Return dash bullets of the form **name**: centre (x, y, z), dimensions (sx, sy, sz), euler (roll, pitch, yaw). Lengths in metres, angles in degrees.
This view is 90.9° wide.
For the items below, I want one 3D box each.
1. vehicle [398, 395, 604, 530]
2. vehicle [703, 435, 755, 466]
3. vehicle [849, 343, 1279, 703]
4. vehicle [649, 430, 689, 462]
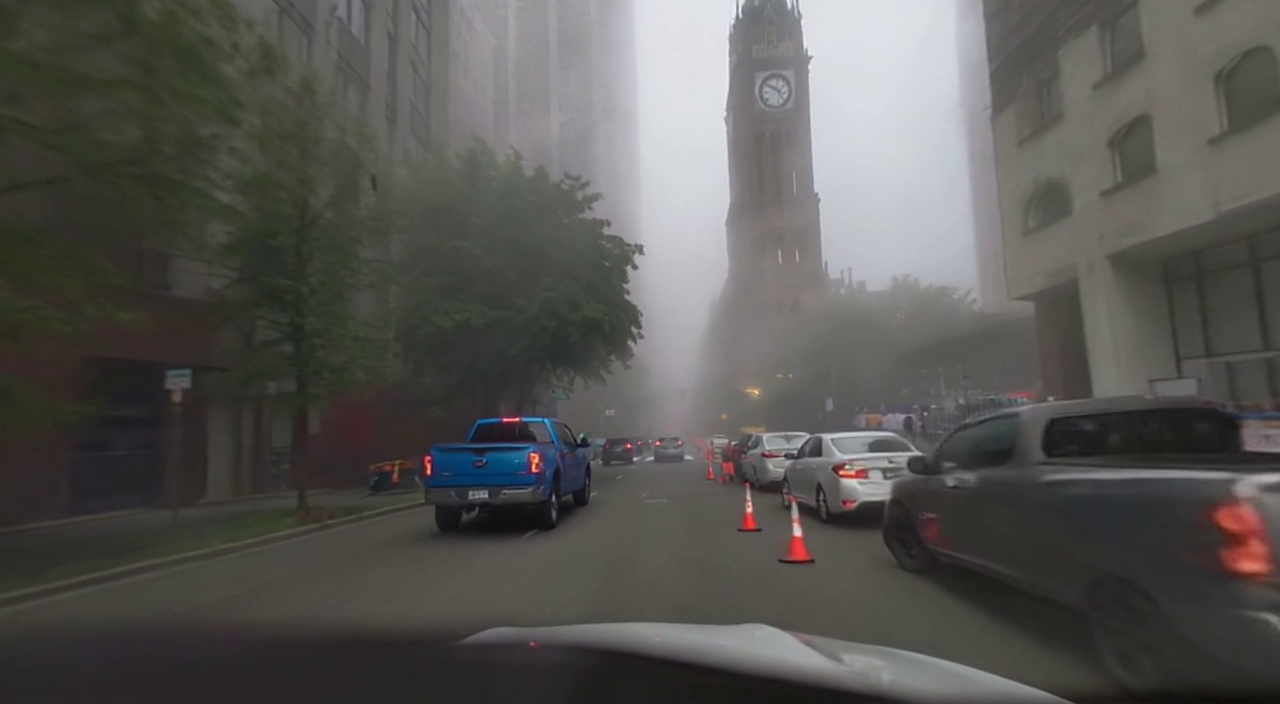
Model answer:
- **vehicle**: centre (-2.201, 2.041, 12.126), dimensions (2.452, 1.954, 5.653), euler (-1, -8, 2)
- **vehicle**: centre (4.545, 5.109, 33.035), dimensions (2.021, 1.506, 4.643), euler (0, -7, 0)
- **vehicle**: centre (3.293, 1.112, 4.869), dimensions (1.923, 1.708, 4.239), euler (0, -8, 1)
- **vehicle**: centre (1.707, 5.615, 37.693), dimensions (2.183, 1.784, 4.317), euler (-1, -8, 2)
